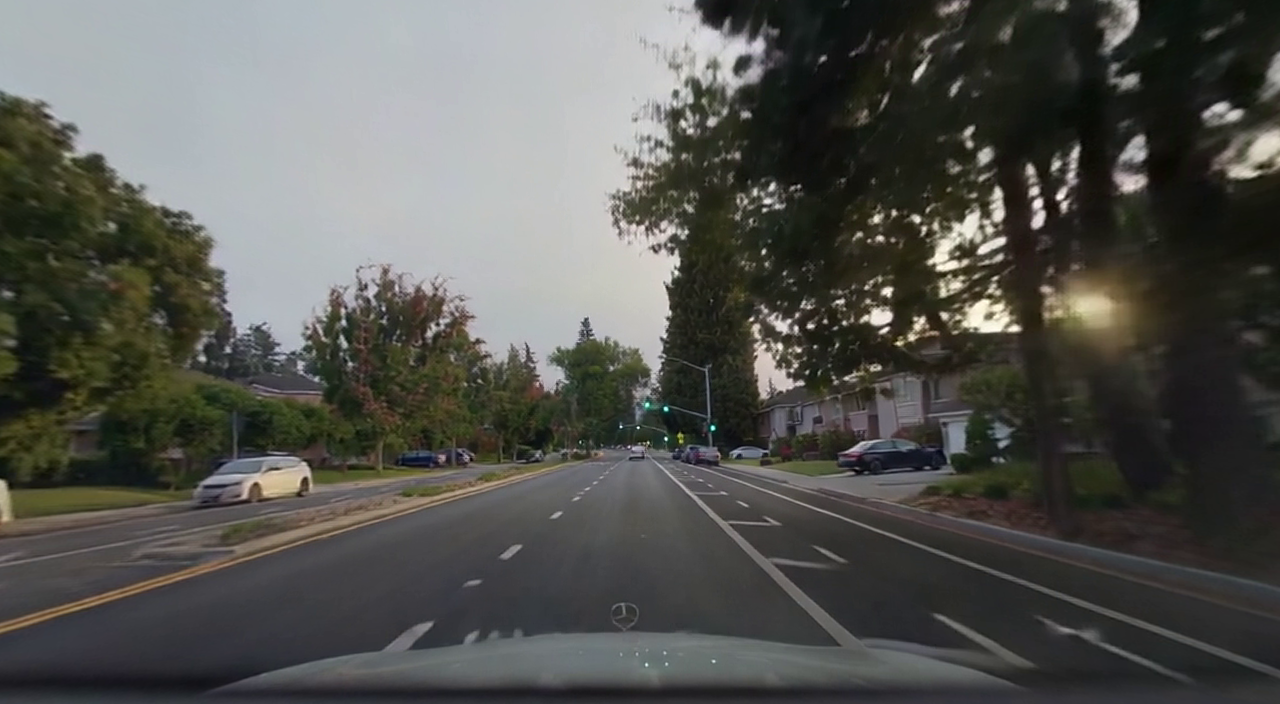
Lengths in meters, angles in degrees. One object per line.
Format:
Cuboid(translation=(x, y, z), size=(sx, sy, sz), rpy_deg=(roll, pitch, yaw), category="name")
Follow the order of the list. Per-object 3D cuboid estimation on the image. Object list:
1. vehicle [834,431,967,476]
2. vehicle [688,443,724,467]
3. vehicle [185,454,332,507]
Cuboid(translation=(11.298, 4.426, 27.576), size=(4.880, 1.842, 2.069), rpy_deg=(0, -9, -1), category="vehicle")
Cuboid(translation=(5.125, 8.073, 49.529), size=(2.164, 1.729, 4.488), rpy_deg=(0, -9, -2), category="vehicle")
Cuboid(translation=(-12.145, 4.104, 20.479), size=(1.888, 1.477, 4.629), rpy_deg=(-1, -10, 0), category="vehicle")
